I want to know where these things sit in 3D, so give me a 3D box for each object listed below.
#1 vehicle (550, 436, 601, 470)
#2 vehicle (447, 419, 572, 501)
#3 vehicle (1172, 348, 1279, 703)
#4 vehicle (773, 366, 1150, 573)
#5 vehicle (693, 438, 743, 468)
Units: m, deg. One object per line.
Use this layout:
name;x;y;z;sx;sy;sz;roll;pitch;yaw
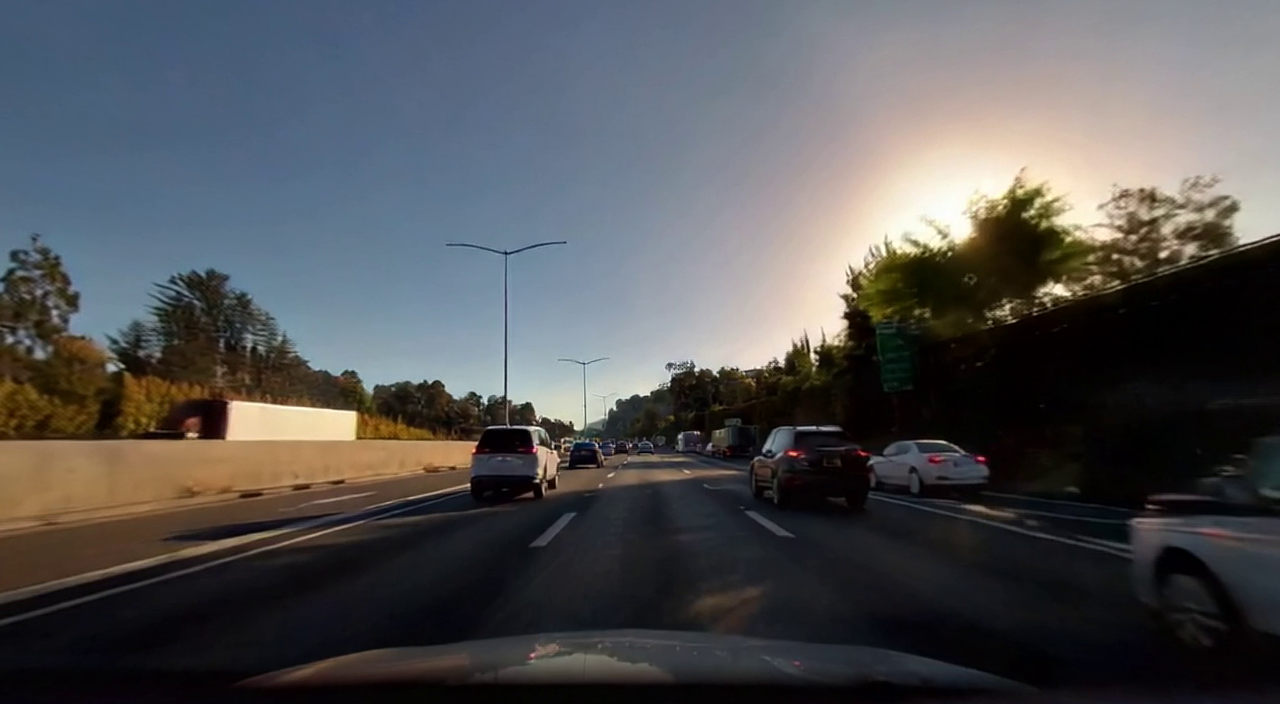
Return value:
vehicle;-3.237;5.174;32.574;1.974;1.589;5.047;-1;-8;1
vehicle;-3.122;2.710;16.237;2.139;1.764;4.707;-1;-8;1
vehicle;3.849;0.535;0.830;2.023;1.670;4.869;0;-8;0
vehicle;3.768;1.559;9.128;2.395;2.017;5.709;0;-8;0
vehicle;3.986;5.232;32.951;1.951;1.454;4.479;0;-8;-1
